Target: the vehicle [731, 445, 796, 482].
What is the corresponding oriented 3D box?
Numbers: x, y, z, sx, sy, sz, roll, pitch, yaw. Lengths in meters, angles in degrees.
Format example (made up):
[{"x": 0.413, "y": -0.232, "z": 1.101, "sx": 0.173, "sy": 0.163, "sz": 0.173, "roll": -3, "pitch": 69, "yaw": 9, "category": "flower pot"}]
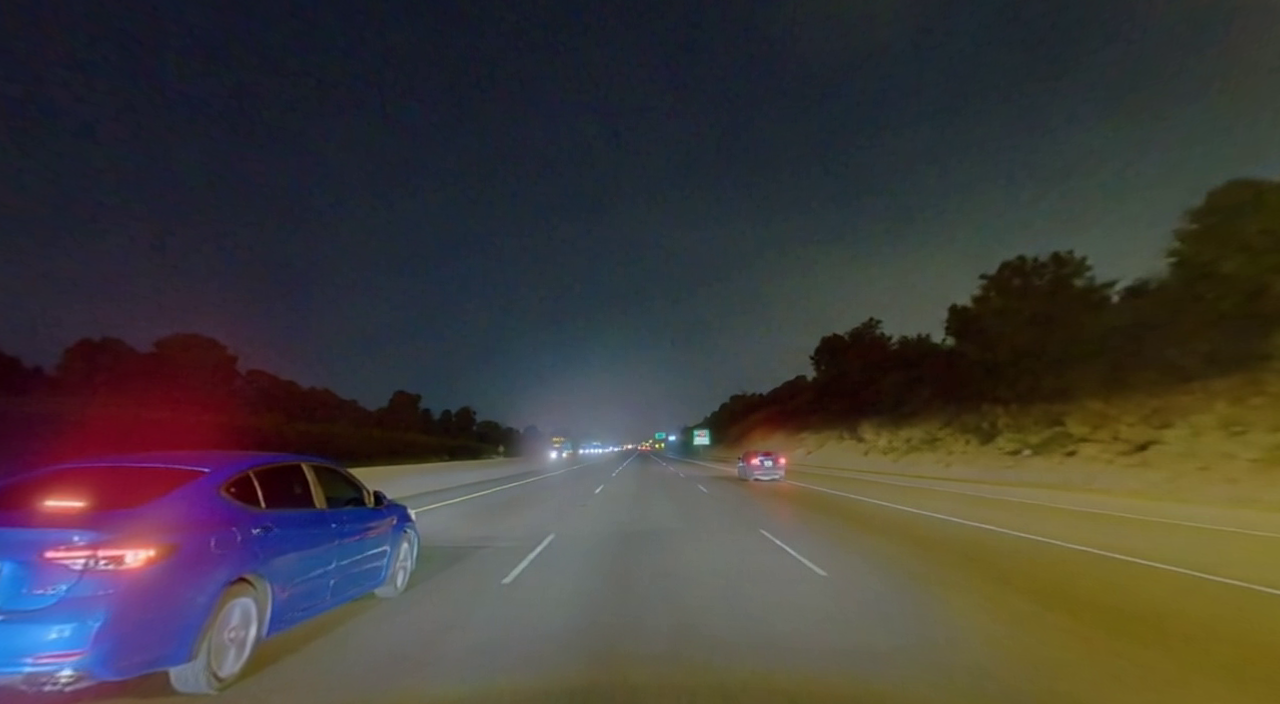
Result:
[{"x": 5.371, "y": 4.910, "z": 28.003, "sx": 1.967, "sy": 1.472, "sz": 3.751, "roll": 0, "pitch": -9, "yaw": -3, "category": "vehicle"}]
